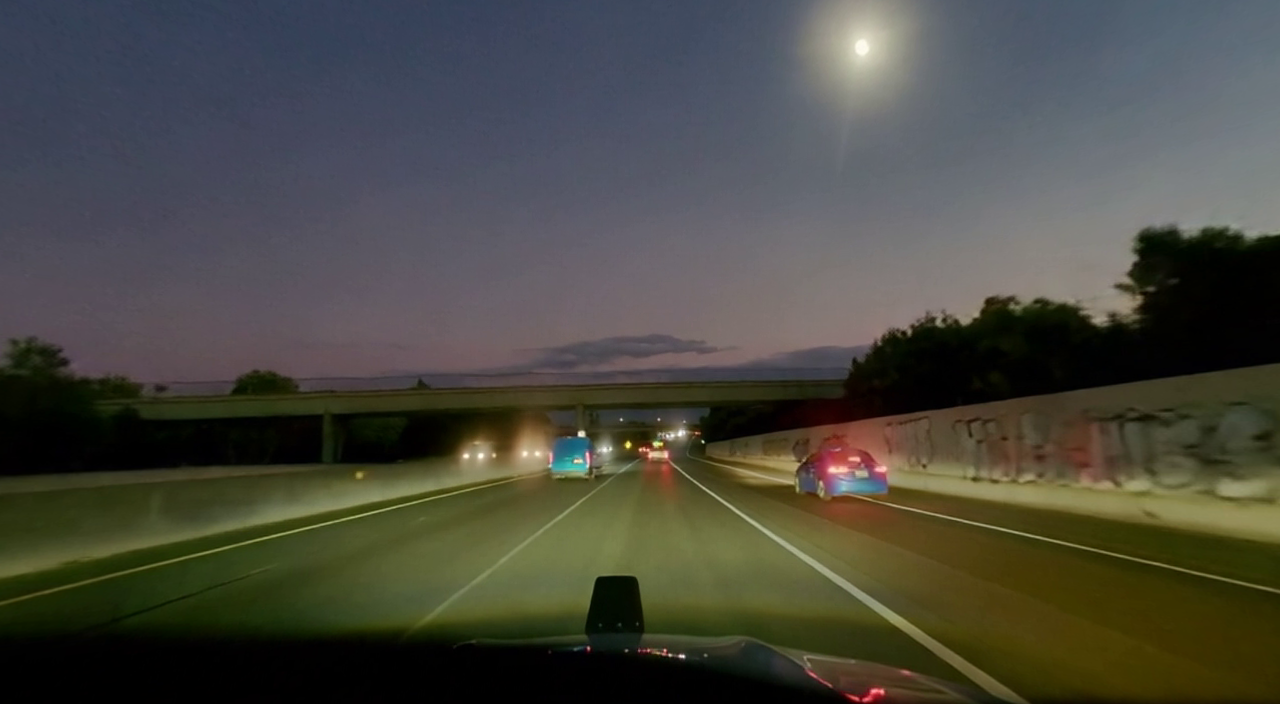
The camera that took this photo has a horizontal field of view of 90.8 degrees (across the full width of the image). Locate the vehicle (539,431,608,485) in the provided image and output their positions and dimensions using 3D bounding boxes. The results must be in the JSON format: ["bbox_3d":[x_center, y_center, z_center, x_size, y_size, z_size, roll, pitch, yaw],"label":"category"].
[{"bbox_3d":[-2.669,4.441,26.749,2.310,2.030,5.094,0,-9,1],"label":"vehicle"}]

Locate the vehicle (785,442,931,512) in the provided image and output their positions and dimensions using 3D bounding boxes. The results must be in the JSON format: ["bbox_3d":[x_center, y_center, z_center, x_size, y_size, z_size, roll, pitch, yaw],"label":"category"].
[{"bbox_3d":[5.237,3.043,15.942,1.972,1.492,4.623,0,-9,-1],"label":"vehicle"}]
